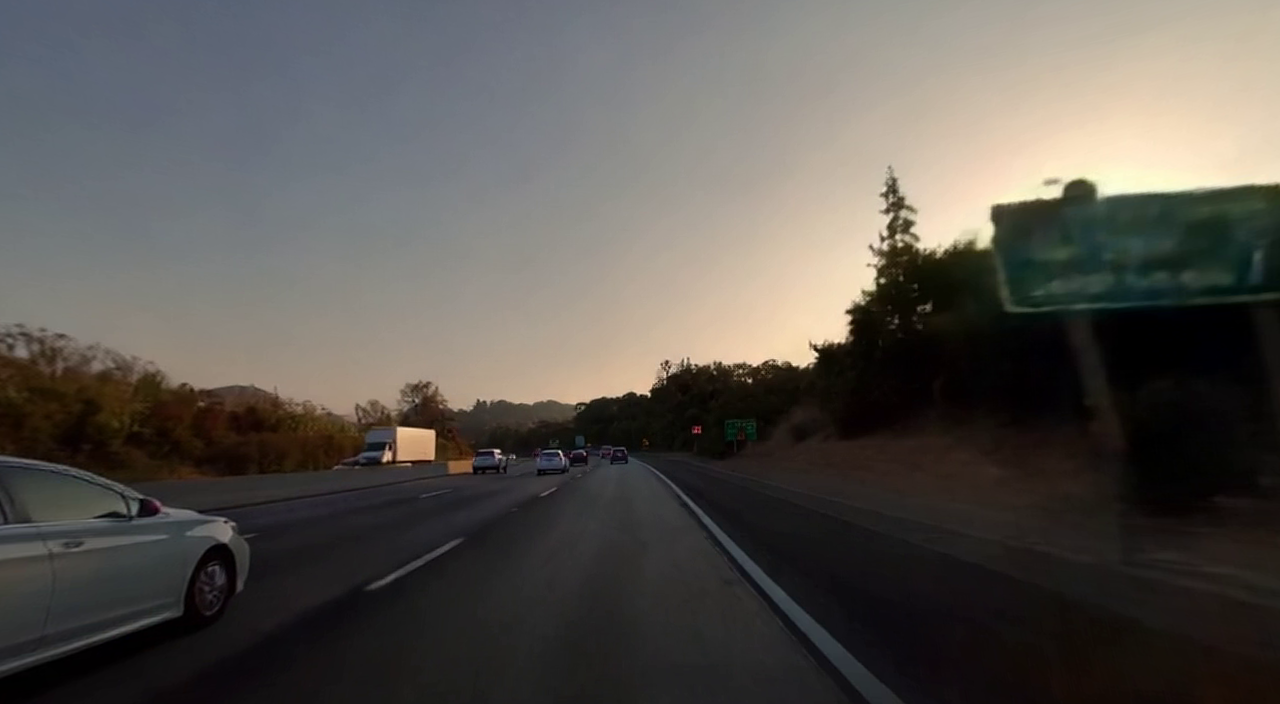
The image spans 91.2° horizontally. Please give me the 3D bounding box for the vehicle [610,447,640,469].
[{"bbox_3d":[-1.073,7.644,45.217,2.023,1.479,3.718,0,-9,-1],"label":"vehicle"}]

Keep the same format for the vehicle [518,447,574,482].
[{"bbox_3d":[-4.271,5.163,29.028,1.988,1.477,4.118,0,-9,-1],"label":"vehicle"}]

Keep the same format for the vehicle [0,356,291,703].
[{"bbox_3d":[-3.997,0.935,2.944,2.074,1.779,4.588,0,-9,-1],"label":"vehicle"}]

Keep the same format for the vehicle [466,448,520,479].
[{"bbox_3d":[-7.683,5.845,33.142,1.936,1.516,3.904,0,-9,0],"label":"vehicle"}]
